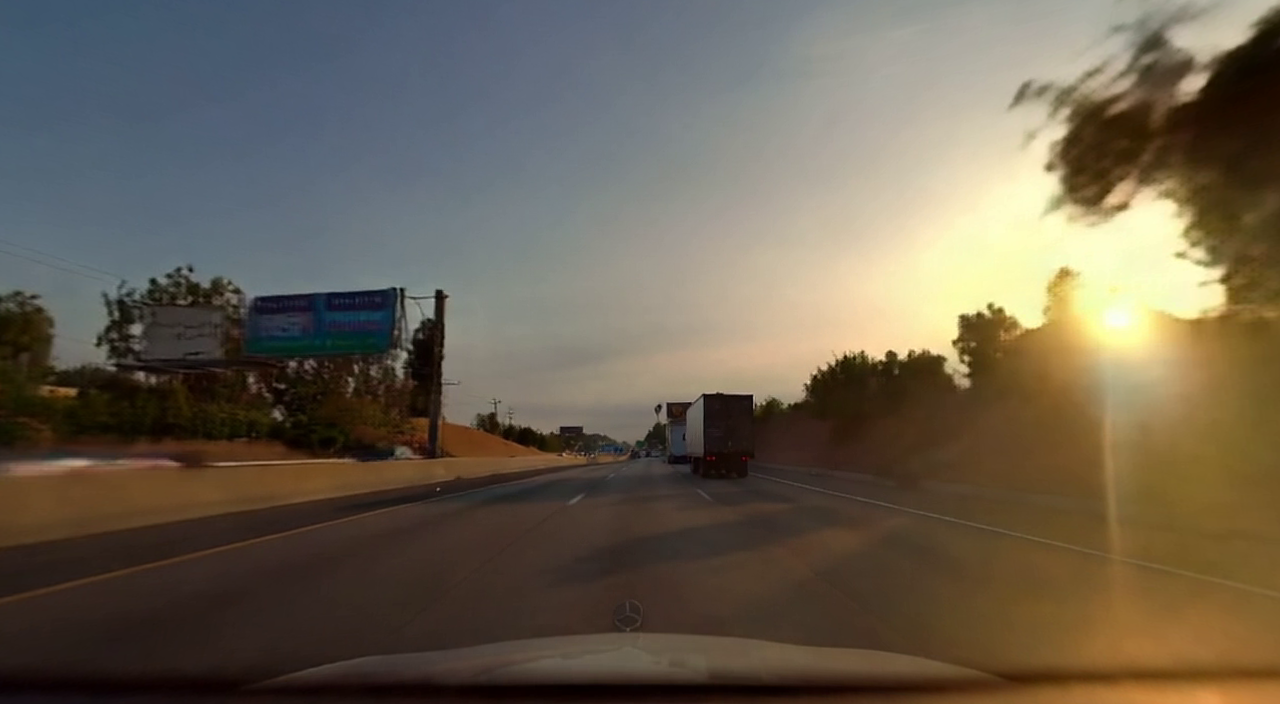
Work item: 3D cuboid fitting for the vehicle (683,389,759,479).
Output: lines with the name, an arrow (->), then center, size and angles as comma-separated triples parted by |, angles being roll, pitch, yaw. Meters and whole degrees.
vehicle -> 4.378, 4.991, 37.414 | 2.826, 4.269, 14.176 | 0, -8, 1

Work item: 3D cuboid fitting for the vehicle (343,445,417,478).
vehicle -> -14.894, 6.297, 36.475 | 2.066, 1.734, 5.016 | 0, -9, 1
